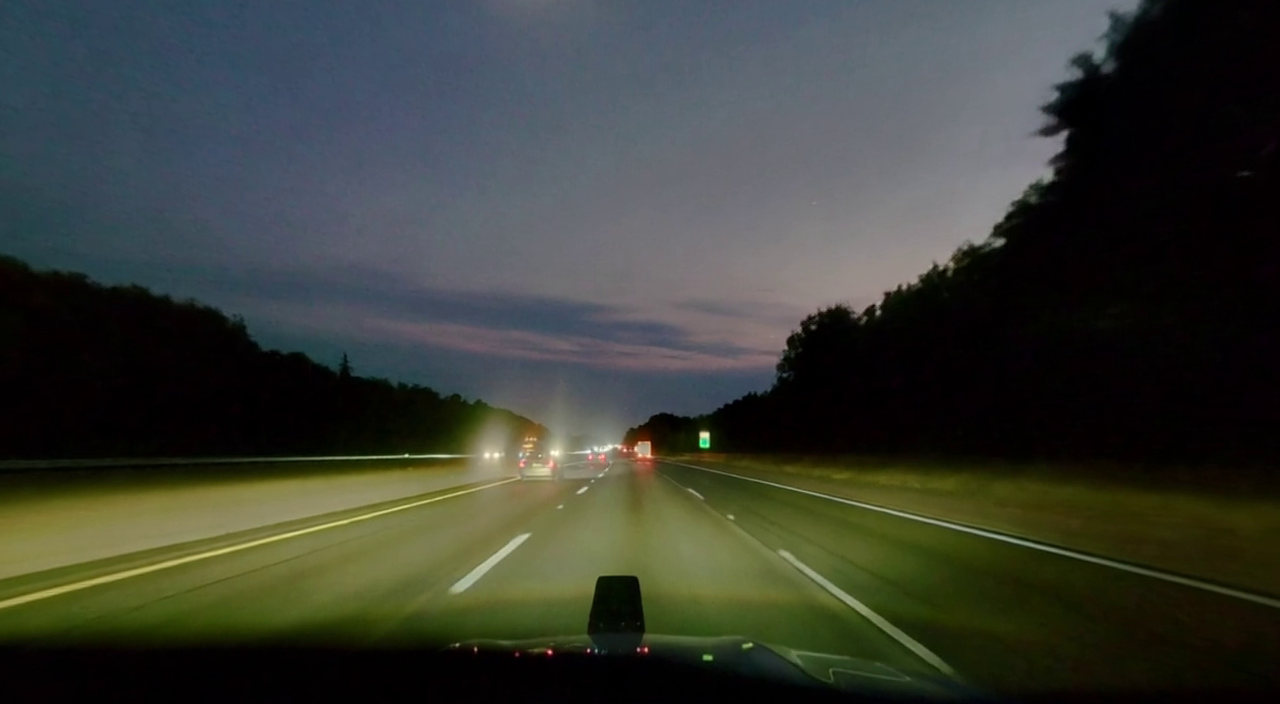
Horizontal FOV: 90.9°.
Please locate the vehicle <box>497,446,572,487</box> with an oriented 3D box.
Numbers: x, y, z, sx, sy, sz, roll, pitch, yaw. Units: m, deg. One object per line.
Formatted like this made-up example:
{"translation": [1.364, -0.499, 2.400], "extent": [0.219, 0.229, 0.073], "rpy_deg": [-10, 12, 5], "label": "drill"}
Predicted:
{"translation": [-4.074, 4.504, 25.150], "extent": [2.169, 1.473, 4.631], "rpy_deg": [0, -9, 0], "label": "vehicle"}
